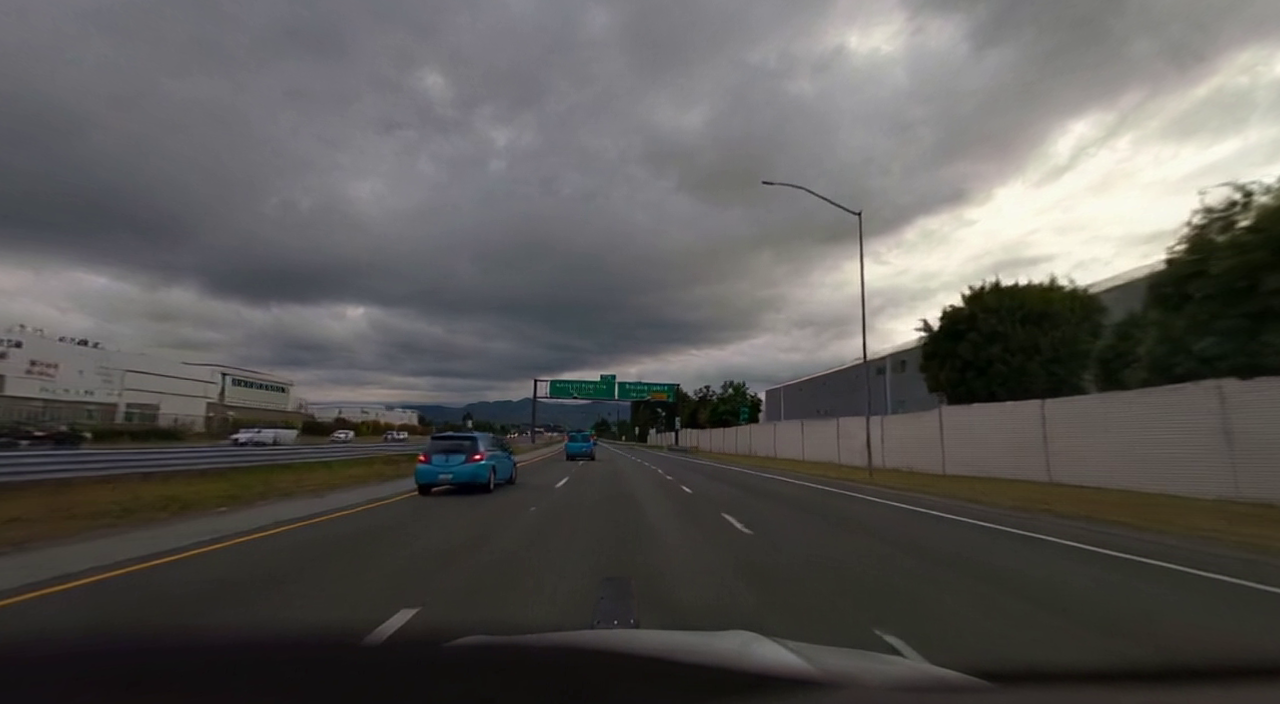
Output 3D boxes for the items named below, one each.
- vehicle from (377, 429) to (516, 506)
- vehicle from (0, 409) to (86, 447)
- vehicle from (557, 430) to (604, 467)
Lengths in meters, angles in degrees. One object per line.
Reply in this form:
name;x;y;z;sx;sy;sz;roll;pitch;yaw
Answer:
vehicle;-4.369;2.656;14.968;2.045;1.547;4.162;0;-8;-1
vehicle;-36.572;4.546;37.900;2.103;2.009;4.997;4;-7;-7
vehicle;-3.225;5.365;35.171;2.260;1.901;4.665;0;-8;-1
